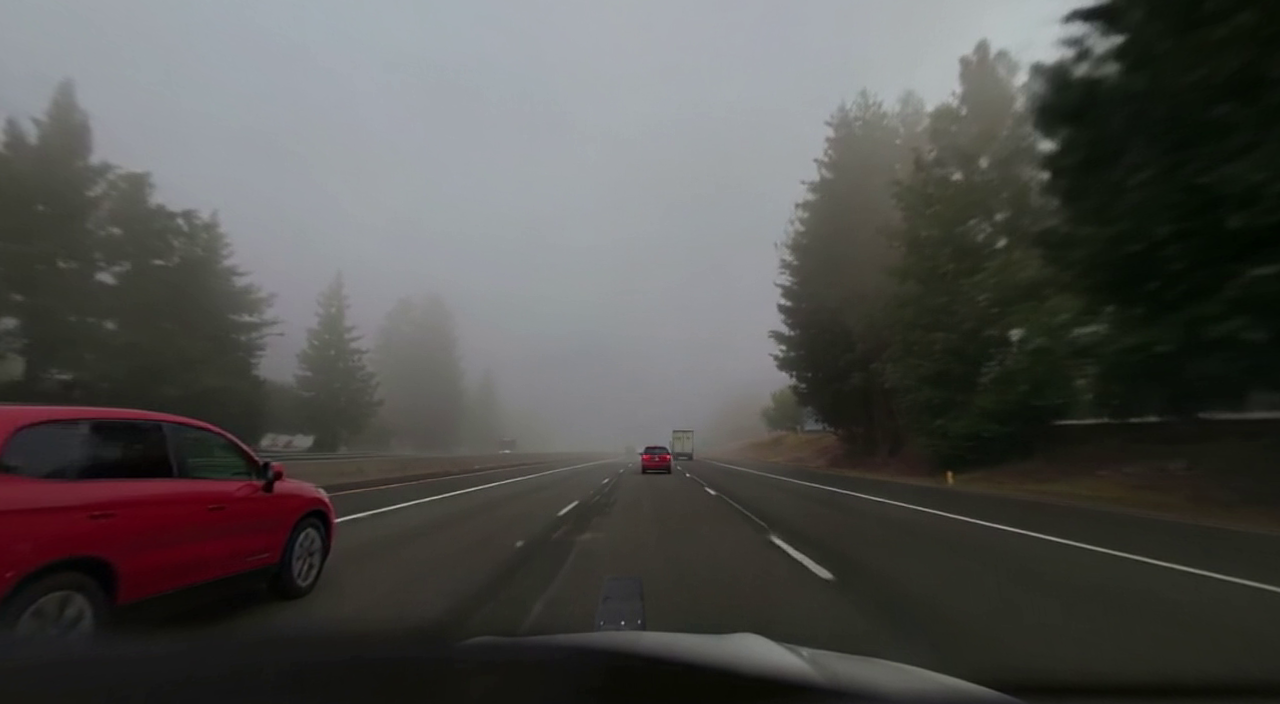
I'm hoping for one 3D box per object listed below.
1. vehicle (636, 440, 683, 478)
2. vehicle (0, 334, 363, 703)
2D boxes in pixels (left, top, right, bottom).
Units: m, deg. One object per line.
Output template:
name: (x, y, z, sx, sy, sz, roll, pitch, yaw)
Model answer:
vehicle: (0.899, 5.117, 30.305, 2.087, 1.682, 4.388, 0, -9, 0)
vehicle: (-3.762, 0.995, 3.647, 2.139, 1.804, 4.611, 0, -9, 1)
